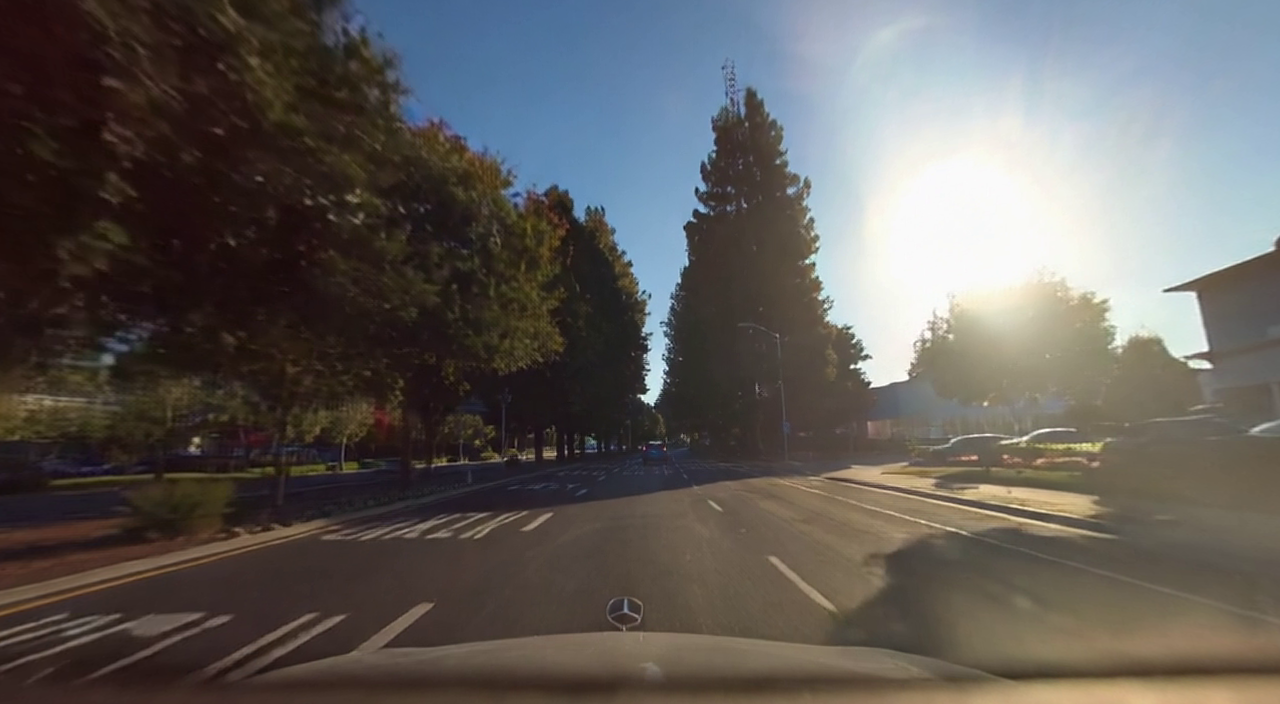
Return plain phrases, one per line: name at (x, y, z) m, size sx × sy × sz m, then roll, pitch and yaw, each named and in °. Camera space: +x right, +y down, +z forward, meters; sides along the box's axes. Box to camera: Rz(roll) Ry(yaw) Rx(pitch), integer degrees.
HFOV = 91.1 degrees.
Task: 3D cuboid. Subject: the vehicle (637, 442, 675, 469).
vehicle at (0.936, 6.181, 37.719) m, size 2.144 × 1.505 × 4.128 m, roll 0°, pitch -9°, yaw 1°
